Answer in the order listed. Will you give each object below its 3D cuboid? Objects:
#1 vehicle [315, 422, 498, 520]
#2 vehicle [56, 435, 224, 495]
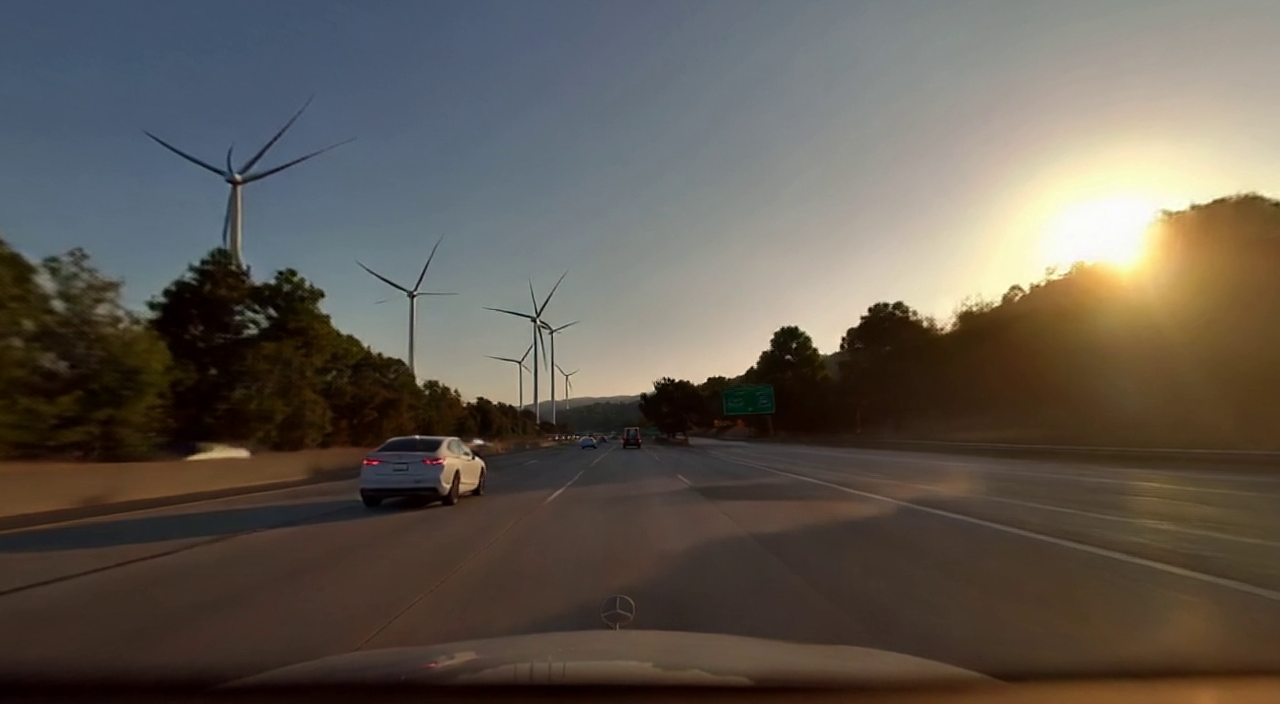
[{"bbox_3d":[-4.110,2.129,11.877,1.950,1.511,3.965,0,-8,-1],"label":"vehicle"},{"bbox_3d":[-16.052,3.610,20.598,2.025,1.739,4.216,0,-8,-1],"label":"vehicle"}]
